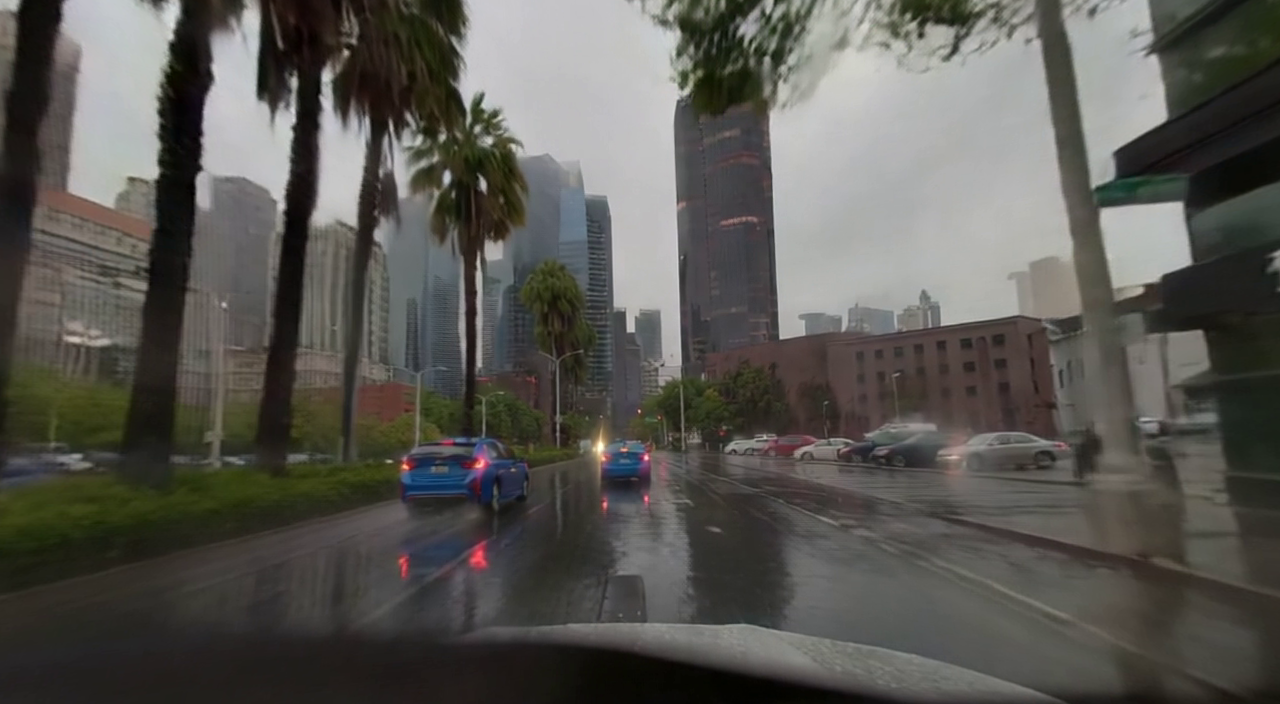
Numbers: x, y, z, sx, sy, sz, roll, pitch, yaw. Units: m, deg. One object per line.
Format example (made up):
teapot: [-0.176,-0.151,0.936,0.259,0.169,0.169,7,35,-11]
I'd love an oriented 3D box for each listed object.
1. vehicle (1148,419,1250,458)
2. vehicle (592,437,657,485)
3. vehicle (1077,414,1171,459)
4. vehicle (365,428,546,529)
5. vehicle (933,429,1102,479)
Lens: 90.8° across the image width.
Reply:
vehicle: [26.478,4.160,30.156,1.982,1.694,4.676,-3,-9,20]
vehicle: [-0.480,3.634,21.331,2.004,1.465,3.713,0,-9,0]
vehicle: [23.663,4.201,31.163,2.288,1.984,5.526,-4,-9,23]
vehicle: [-3.210,2.304,12.079,2.071,1.544,4.383,0,-9,1]
vehicle: [13.274,3.599,22.395,4.749,1.522,1.905,-1,-9,-3]
